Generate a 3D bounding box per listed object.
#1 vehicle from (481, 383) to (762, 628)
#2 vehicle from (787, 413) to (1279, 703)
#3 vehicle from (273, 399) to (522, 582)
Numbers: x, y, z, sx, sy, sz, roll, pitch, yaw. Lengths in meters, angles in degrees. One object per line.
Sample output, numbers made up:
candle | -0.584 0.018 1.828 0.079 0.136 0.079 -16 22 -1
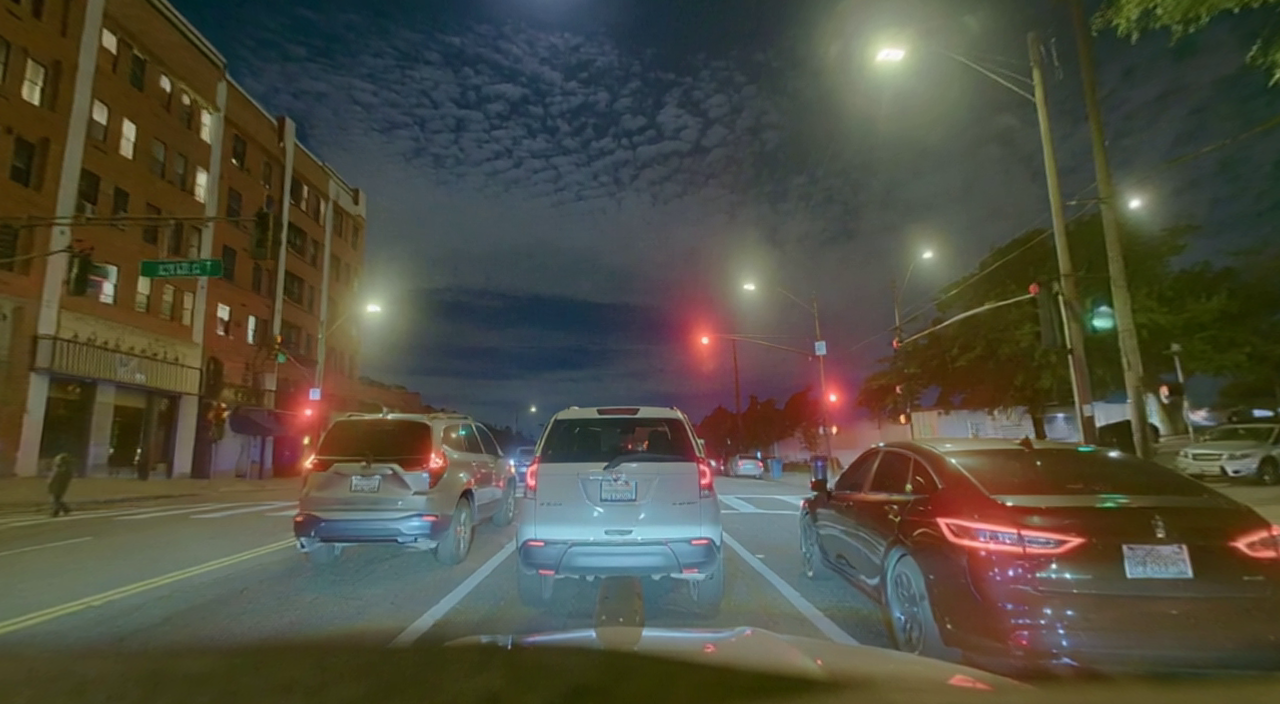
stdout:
vehicle | -0.127 1.492 7.109 2.105 1.842 4.537 0 -8 0
vehicle | 2.582 1.307 4.804 1.852 1.462 4.155 0 -8 -1
vehicle | -2.826 1.703 8.533 1.855 1.812 4.244 0 -8 -3
